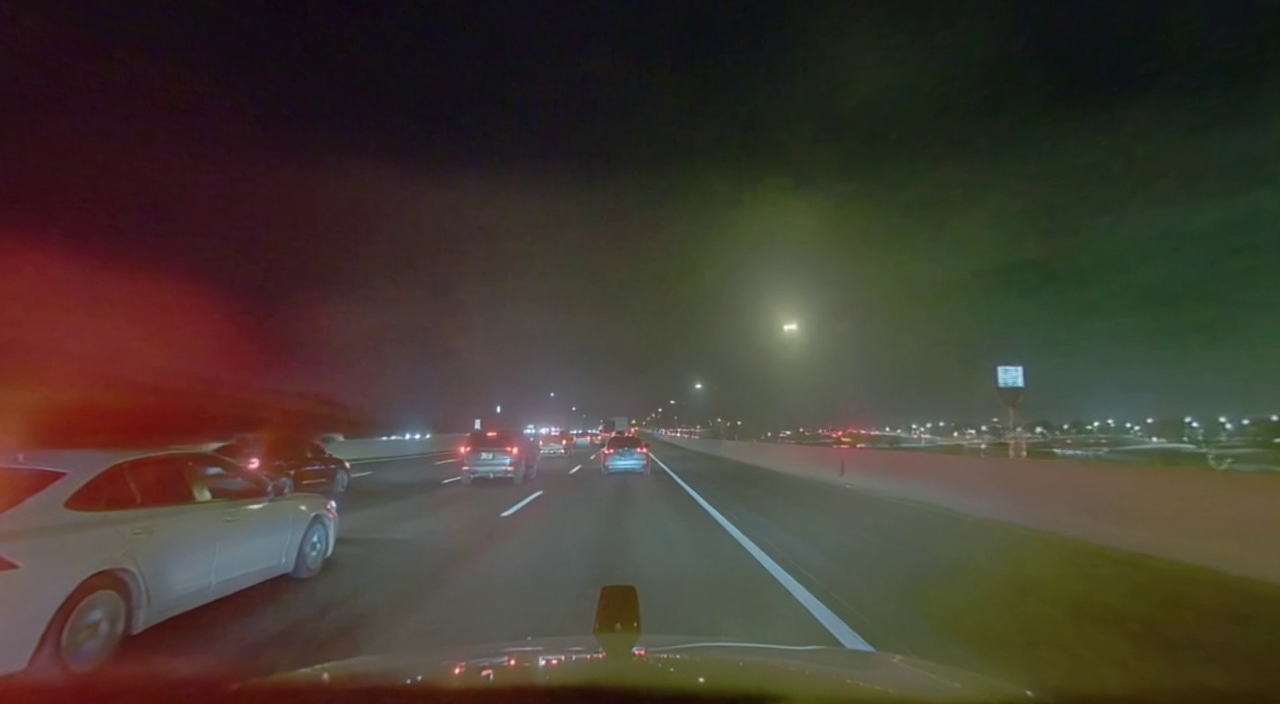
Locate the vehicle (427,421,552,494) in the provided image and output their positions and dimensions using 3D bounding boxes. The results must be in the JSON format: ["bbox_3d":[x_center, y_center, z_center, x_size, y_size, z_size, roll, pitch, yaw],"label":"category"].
[{"bbox_3d":[-3.825,2.766,16.953,2.154,1.690,4.595,0,-8,1],"label":"vehicle"}]

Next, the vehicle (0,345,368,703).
[{"bbox_3d":[-3.885,1.040,4.314,2.107,1.703,4.274,0,-8,0],"label":"vehicle"}]

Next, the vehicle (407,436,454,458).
[{"bbox_3d":[-15.569,7.055,46.918,2.049,1.578,3.937,0,-8,1],"label":"vehicle"}]

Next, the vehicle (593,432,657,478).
[{"bbox_3d":[-0.503,3.583,22.183,2.070,1.452,3.834,0,-8,0],"label":"vehicle"}]
